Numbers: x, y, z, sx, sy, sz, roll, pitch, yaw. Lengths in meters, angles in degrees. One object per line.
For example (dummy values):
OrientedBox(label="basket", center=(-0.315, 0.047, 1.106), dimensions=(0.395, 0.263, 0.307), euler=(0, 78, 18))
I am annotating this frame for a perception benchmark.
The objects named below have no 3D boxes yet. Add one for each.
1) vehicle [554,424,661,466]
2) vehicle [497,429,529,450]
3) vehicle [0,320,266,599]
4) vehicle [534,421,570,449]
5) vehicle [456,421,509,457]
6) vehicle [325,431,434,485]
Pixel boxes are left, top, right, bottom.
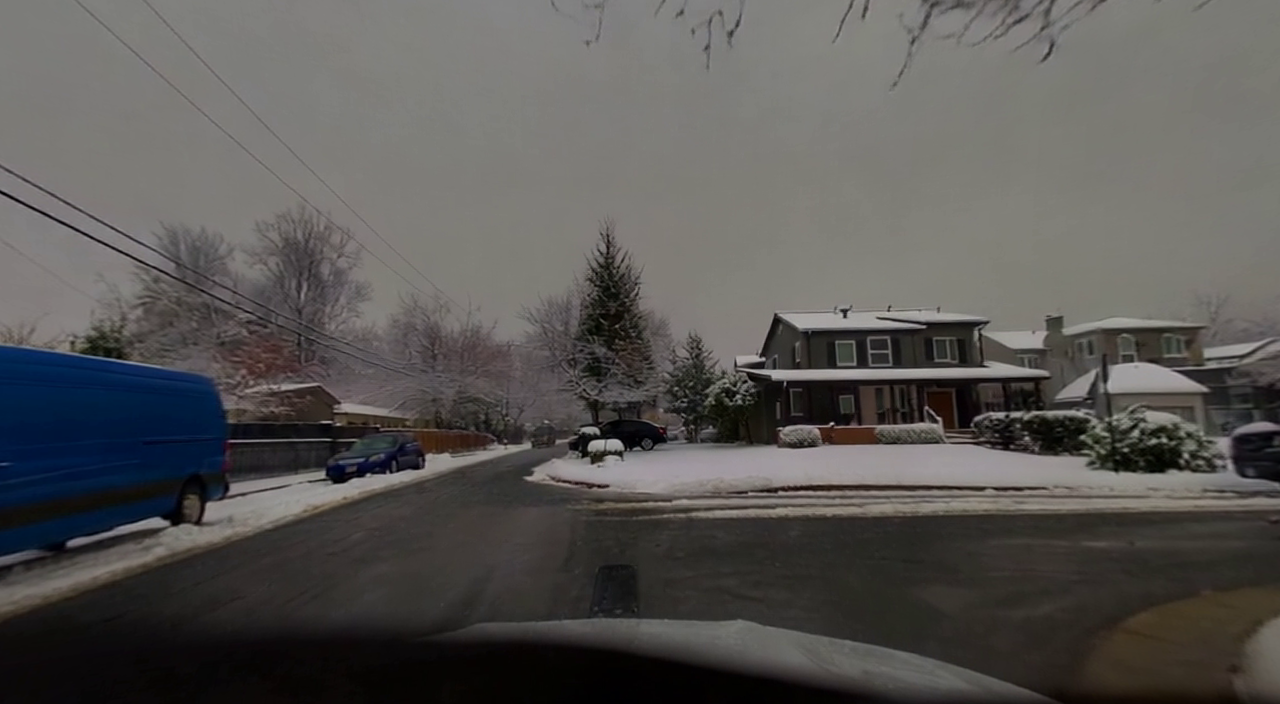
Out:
OrientedBox(label="vehicle", center=(-1.148, 3.537, 24.236), dimensions=(1.827, 1.436, 4.070), euler=(-6, -10, 39))
OrientedBox(label="vehicle", center=(-9.577, 6.634, 47.657), dimensions=(1.765, 1.493, 4.130), euler=(0, -7, -4))
OrientedBox(label="vehicle", center=(-7.025, 1.128, 6.836), dimensions=(2.284, 2.500, 7.006), euler=(-2, -6, -5))
OrientedBox(label="vehicle", center=(-6.578, 6.263, 47.724), dimensions=(2.219, 1.984, 4.712), euler=(0, -7, -3))
OrientedBox(label="vehicle", center=(-9.125, 5.084, 36.920), dimensions=(2.042, 1.937, 4.960), euler=(0, -7, -3))
OrientedBox(label="vehicle", center=(-8.037, 3.263, 19.879), dimensions=(1.899, 1.524, 4.082), euler=(0, -7, -4))
